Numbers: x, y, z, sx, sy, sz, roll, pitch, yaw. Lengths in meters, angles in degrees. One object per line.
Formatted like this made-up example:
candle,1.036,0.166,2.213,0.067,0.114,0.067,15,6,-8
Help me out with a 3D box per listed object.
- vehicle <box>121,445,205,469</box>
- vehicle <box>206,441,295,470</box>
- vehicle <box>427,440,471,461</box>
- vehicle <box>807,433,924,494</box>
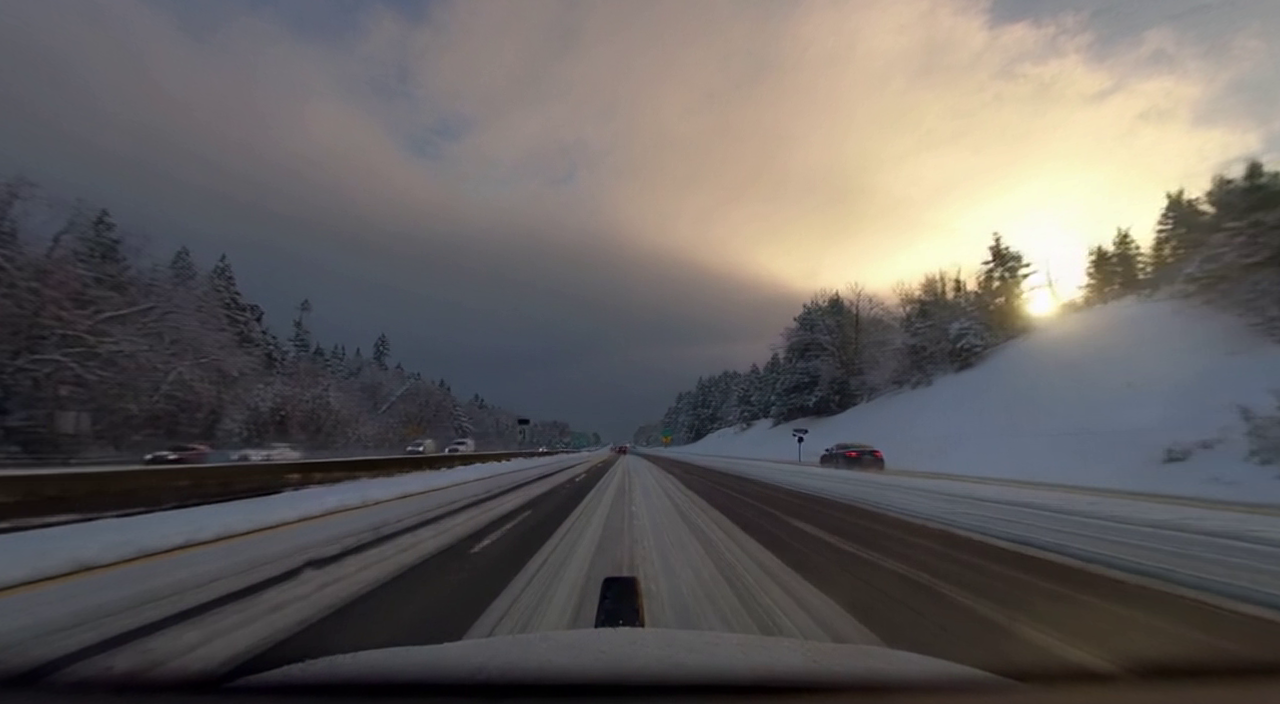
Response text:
vehicle,-29.832,6.568,39.714,1.808,1.445,4.514,0,-9,-1
vehicle,-21.374,5.713,34.956,1.932,1.492,4.771,0,-9,-1
vehicle,-14.909,7.737,49.568,2.089,1.559,4.558,0,-9,-1
vehicle,6.864,3.431,19.757,2.081,1.705,3.926,0,-9,-2
